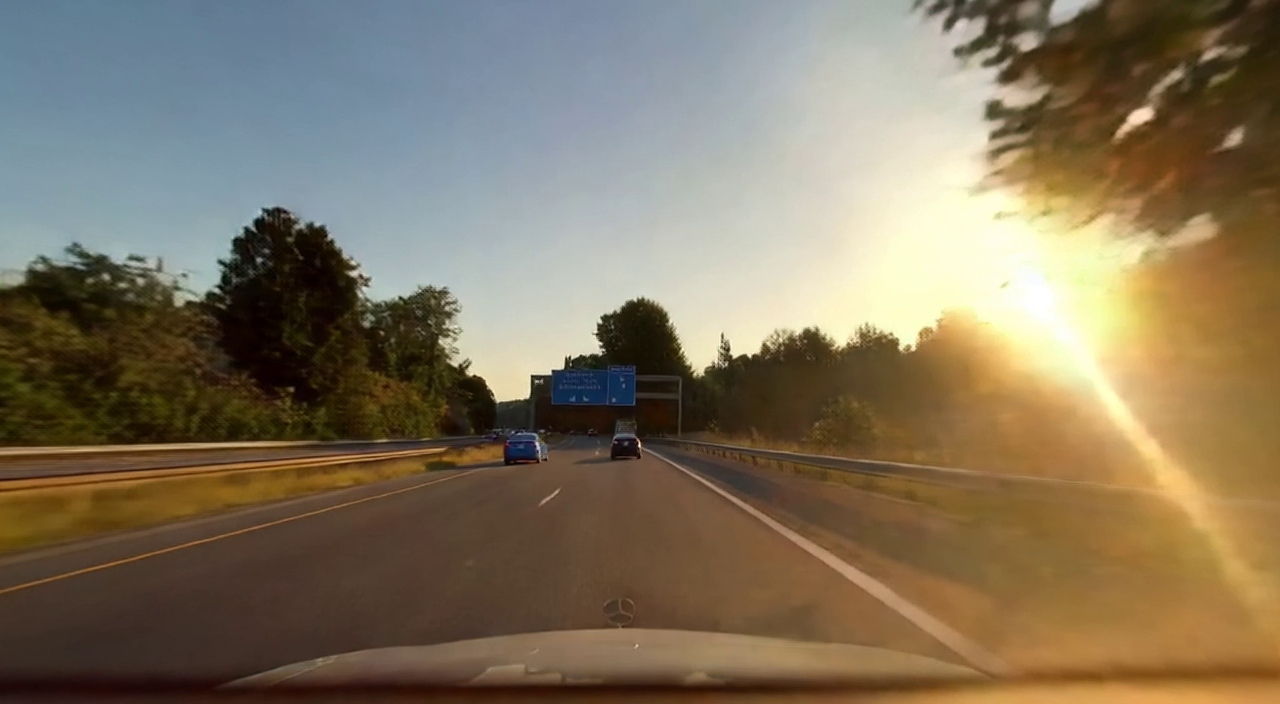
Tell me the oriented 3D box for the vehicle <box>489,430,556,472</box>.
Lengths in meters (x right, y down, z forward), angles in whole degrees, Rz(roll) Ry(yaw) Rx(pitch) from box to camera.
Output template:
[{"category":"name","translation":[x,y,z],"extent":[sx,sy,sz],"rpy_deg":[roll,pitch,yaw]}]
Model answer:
[{"category":"vehicle","translation":[-4.607,3.929,25.332],"extent":[1.975,1.518,4.242],"rpy_deg":[0,-8,-1]}]

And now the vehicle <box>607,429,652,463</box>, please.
[{"category":"vehicle","translation":[-0.565,4.829,32.506],"extent":[2.162,1.616,4.242],"rpy_deg":[0,-8,-1]}]
